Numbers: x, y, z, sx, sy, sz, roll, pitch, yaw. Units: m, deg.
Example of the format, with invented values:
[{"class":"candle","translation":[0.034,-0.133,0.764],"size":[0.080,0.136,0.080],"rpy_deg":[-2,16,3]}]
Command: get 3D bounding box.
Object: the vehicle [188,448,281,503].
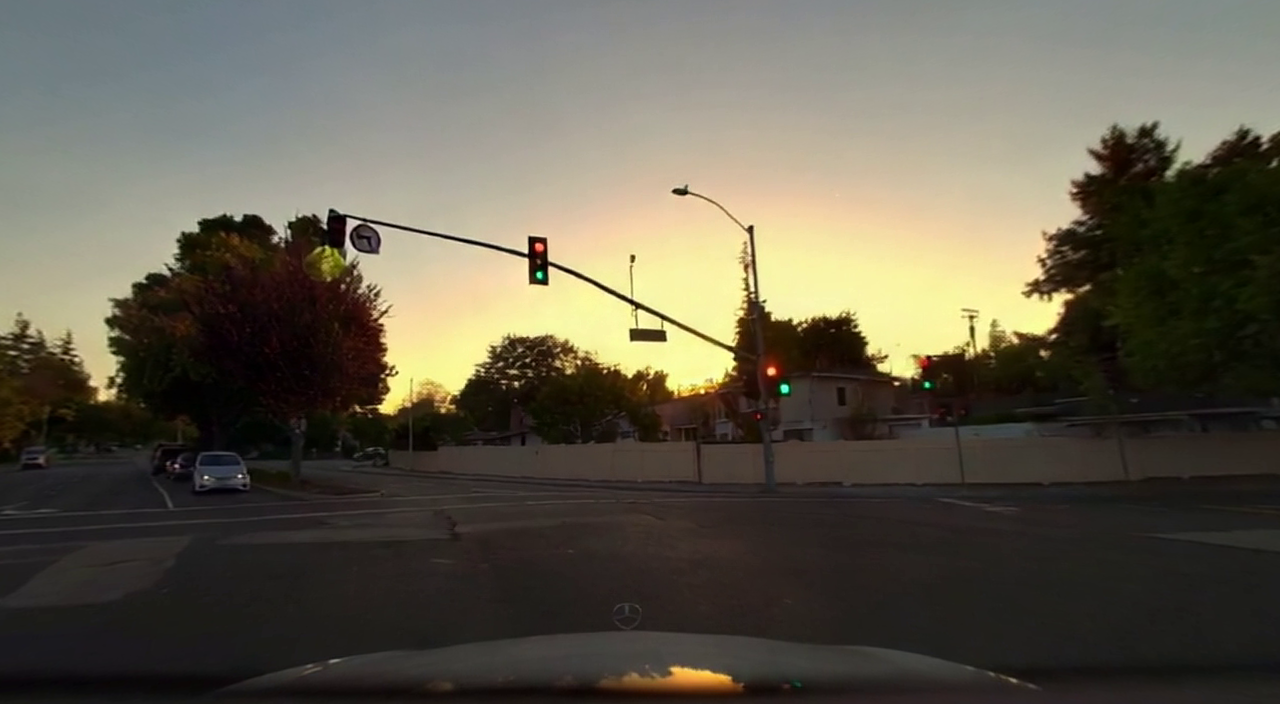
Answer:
[{"class":"vehicle","translation":[-13.170,3.883,20.256],"size":[1.912,1.464,4.652],"rpy_deg":[6,-10,-39]}]
